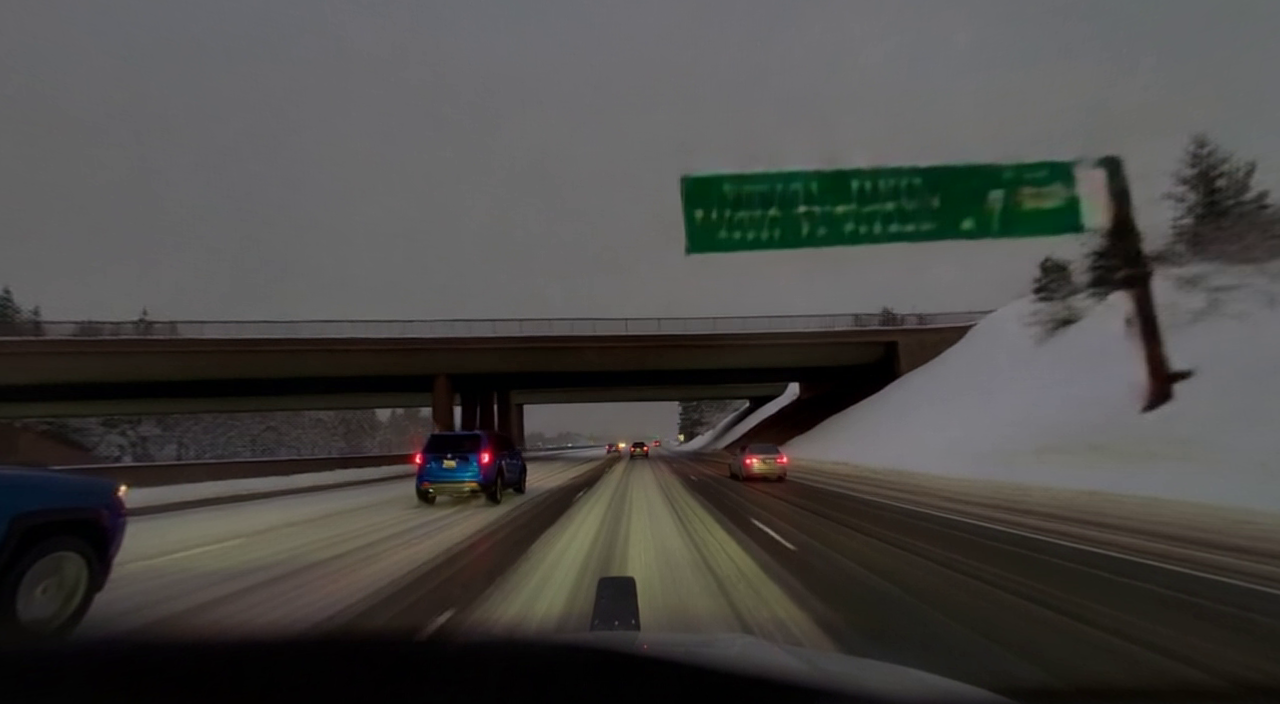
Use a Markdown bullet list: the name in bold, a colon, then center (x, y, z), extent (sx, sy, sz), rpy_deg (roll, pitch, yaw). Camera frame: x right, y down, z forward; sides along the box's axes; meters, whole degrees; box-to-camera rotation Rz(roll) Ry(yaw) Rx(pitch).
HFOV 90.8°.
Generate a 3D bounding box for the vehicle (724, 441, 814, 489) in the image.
- **vehicle**: center (4.172, 3.728, 21.266), extent (2.083, 1.453, 4.307), rpy_deg (0, -8, -1)

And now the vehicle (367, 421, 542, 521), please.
- **vehicle**: center (-3.378, 2.267, 12.526), extent (2.193, 1.641, 4.077), rpy_deg (0, -8, 0)

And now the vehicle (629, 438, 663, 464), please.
- **vehicle**: center (0.428, 7.308, 46.795), extent (2.428, 1.841, 4.402), rpy_deg (0, -8, 0)

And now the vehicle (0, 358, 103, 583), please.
- **vehicle**: center (-6.797, 0.804, 3.934), extent (2.327, 1.958, 5.113), rpy_deg (0, -8, 0)
